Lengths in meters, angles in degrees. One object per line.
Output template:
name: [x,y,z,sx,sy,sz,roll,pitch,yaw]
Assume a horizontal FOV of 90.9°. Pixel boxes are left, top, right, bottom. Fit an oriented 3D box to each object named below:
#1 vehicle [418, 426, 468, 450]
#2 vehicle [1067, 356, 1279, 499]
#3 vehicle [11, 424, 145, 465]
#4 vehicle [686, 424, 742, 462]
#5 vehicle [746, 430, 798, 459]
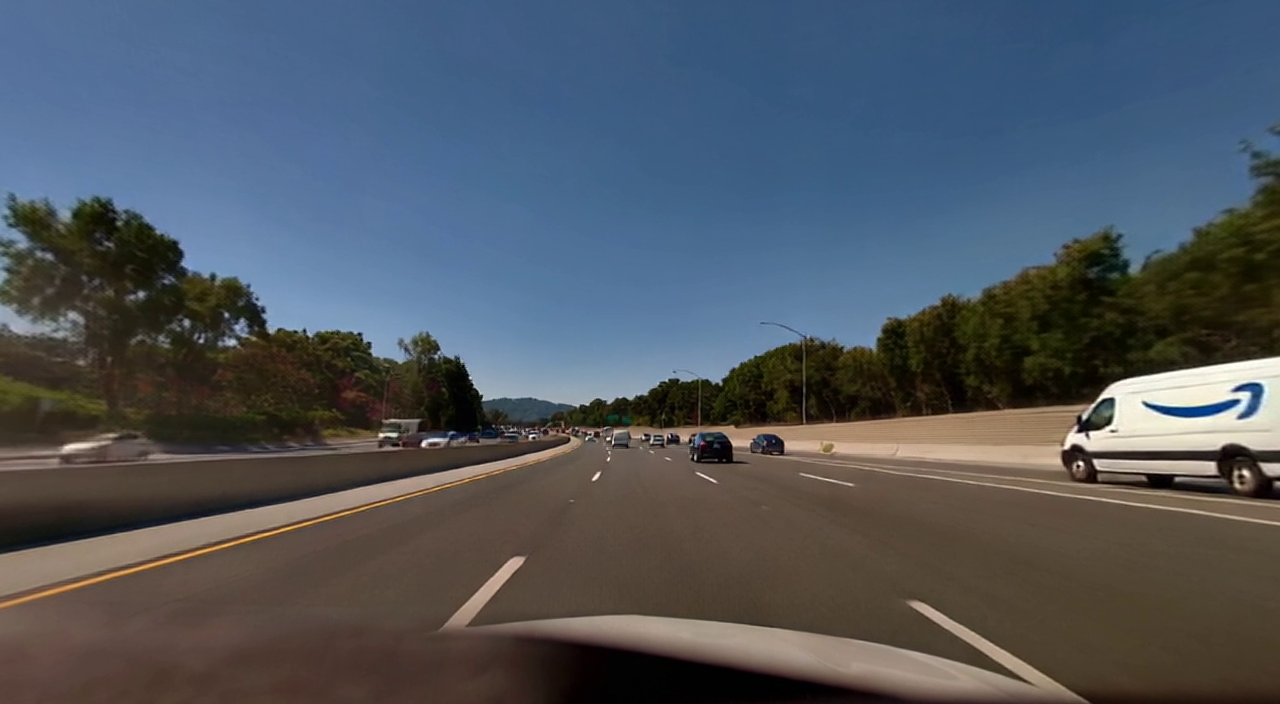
vehicle: [-13.848,6.119,44.635,2.170,1.567,4.506,0,-8,-1]
vehicle: [13.669,1.813,14.735,2.274,2.802,6.802,0,-8,-3]
vehicle: [-25.186,4.171,28.527,1.921,1.671,4.538,0,-8,-1]
vehicle: [3.674,4.608,32.008,2.141,1.732,4.279,0,-8,-2]
vehicle: [7.198,5.097,34.699,1.798,1.473,4.077,0,-8,-2]
